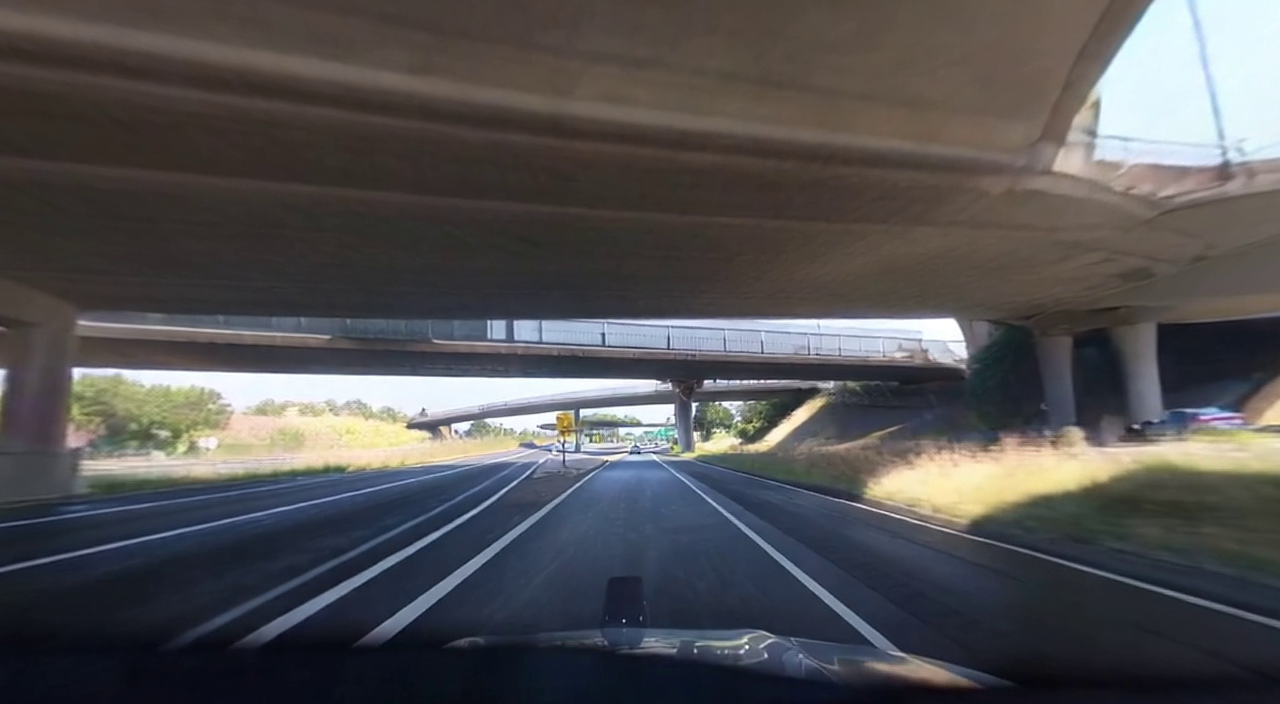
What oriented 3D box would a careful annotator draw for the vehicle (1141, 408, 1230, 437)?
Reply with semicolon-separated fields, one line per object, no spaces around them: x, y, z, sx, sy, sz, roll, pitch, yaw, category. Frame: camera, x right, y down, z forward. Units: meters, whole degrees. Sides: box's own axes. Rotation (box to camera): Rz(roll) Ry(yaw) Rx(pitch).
31.984;4.212;37.134;1.853;1.521;4.259;-1;-9;8;vehicle
